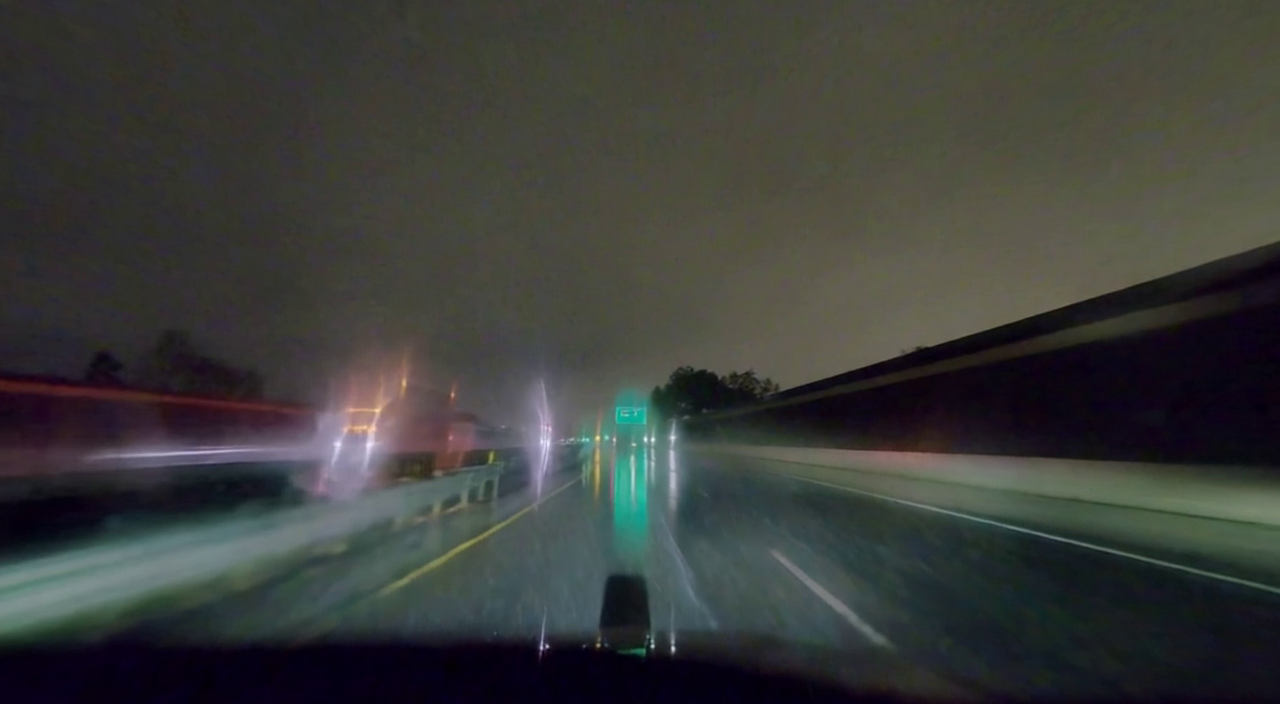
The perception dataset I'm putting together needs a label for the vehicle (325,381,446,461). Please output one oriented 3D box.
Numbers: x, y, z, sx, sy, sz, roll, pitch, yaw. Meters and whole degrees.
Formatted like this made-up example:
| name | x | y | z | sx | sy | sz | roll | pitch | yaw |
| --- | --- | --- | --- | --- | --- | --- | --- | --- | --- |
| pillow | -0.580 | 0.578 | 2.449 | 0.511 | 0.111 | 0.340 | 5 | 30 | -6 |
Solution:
| name | x | y | z | sx | sy | sz | roll | pitch | yaw |
| --- | --- | --- | --- | --- | --- | --- | --- | --- | --- |
| vehicle | -16.645 | 4.785 | 42.727 | 3.039 | 4.546 | 13.279 | 1 | -7 | -2 |
